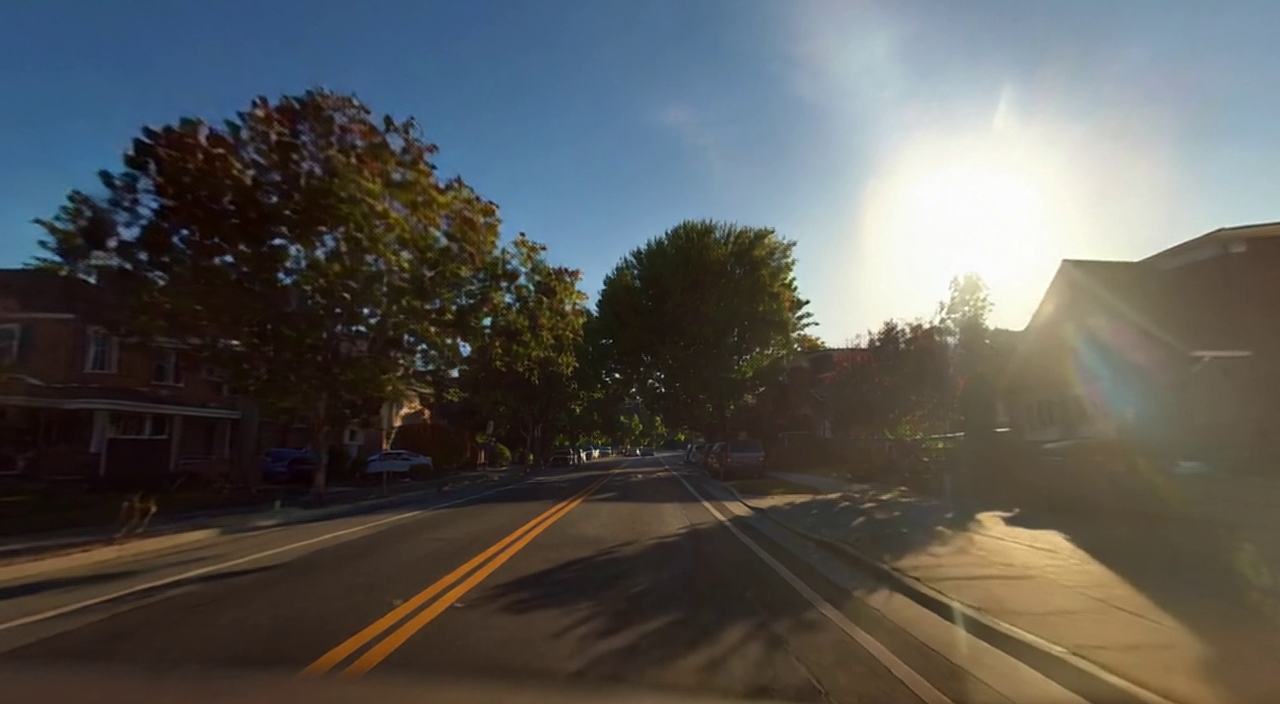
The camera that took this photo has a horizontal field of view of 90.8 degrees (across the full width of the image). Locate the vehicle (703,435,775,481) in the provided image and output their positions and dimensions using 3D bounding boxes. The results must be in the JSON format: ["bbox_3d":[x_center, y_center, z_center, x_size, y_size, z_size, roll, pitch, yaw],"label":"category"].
[{"bbox_3d":[4.063,4.463,26.807,1.937,1.752,4.574,1,-9,-5],"label":"vehicle"}]
